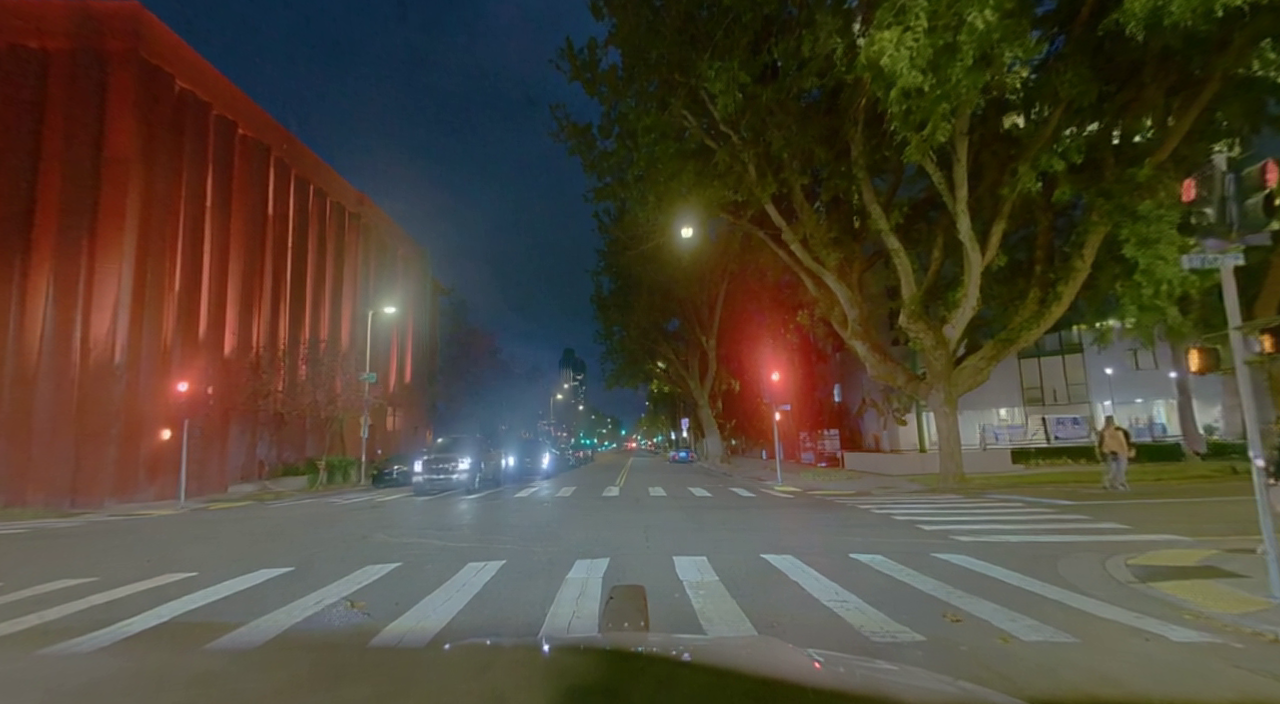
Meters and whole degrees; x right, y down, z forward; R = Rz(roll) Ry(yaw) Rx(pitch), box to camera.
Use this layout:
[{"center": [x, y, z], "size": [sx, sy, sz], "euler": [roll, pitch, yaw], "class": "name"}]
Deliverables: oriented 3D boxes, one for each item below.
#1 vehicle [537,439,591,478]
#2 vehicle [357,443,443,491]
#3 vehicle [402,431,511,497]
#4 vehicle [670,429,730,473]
[{"center": [-3.280, 4.688, 27.981], "size": [2.033, 1.596, 4.142], "euler": [0, -8, -2], "class": "vehicle"}, {"center": [-9.948, 4.760, 26.561], "size": [2.216, 1.804, 4.526], "euler": [1, -8, -5], "class": "vehicle"}, {"center": [-5.819, 3.601, 20.774], "size": [2.242, 1.887, 4.924], "euler": [0, -8, -2], "class": "vehicle"}, {"center": [3.100, 5.312, 34.021], "size": [2.557, 2.188, 5.164], "euler": [0, -8, -2], "class": "vehicle"}]
